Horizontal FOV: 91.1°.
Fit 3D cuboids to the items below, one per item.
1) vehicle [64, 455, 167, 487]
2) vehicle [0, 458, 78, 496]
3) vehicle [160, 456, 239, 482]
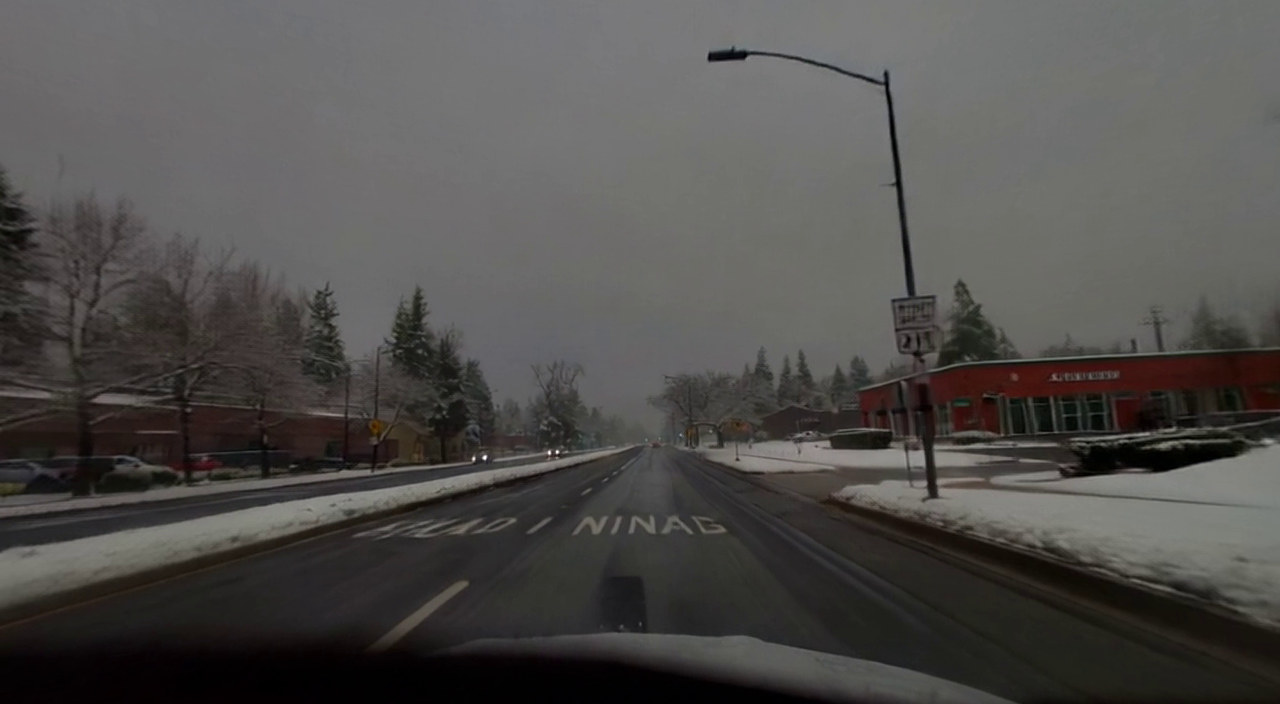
[{"bbox_3d":[-27.957,6.329,33.522,3.664,1.564,2.023,0,-9,2],"label":"vehicle"},{"bbox_3d":[-27.470,5.458,27.528,3.797,1.527,1.830,0,-9,0],"label":"vehicle"},{"bbox_3d":[-27.252,7.245,38.909,3.592,1.501,1.697,0,-9,2],"label":"vehicle"}]
